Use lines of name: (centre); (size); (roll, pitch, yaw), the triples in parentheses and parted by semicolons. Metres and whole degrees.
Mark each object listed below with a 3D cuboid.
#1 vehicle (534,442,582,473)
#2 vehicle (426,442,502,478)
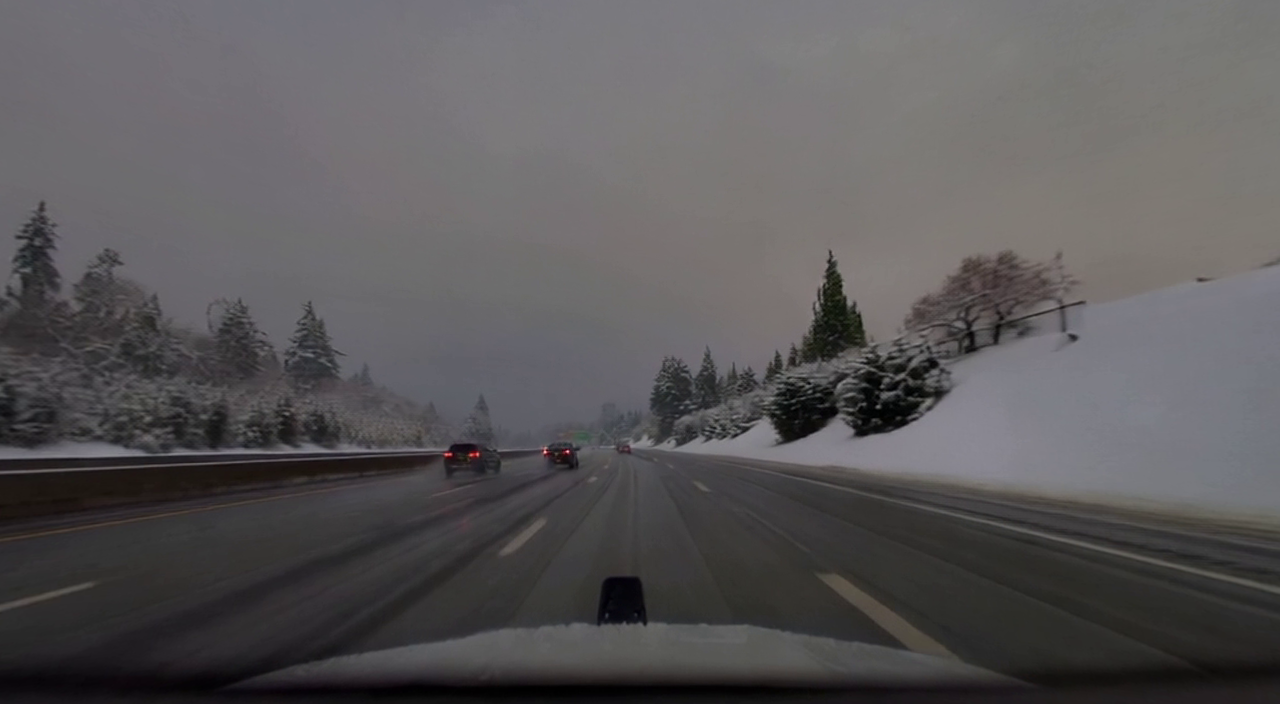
vehicle: (-4.069, 5.311, 31.943); (1.936, 1.465, 4.060); (0, -8, 0)
vehicle: (-7.731, 4.764, 28.215); (2.038, 1.463, 4.656); (0, -8, 0)
